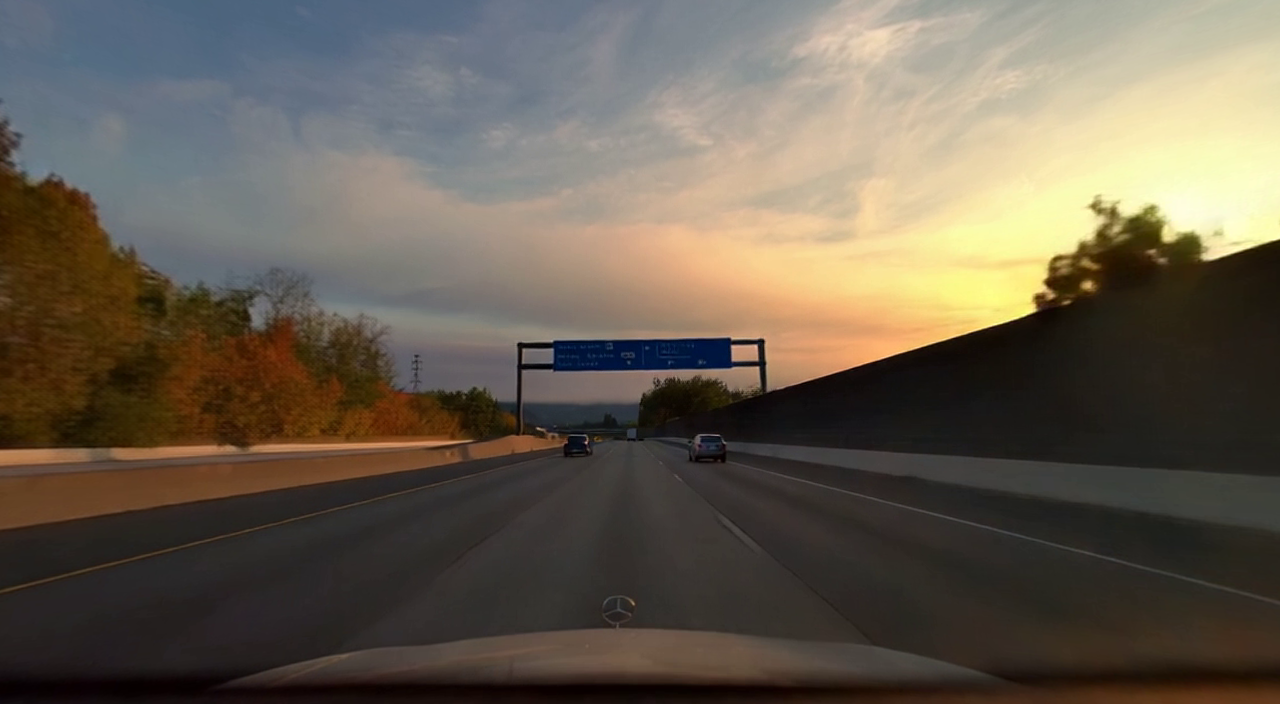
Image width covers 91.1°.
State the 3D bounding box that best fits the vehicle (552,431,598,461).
[{"bbox_3d":[-3.755,5.508,37.111,2.219,1.660,4.153,0,-8,0],"label":"vehicle"}]

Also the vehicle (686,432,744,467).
[{"bbox_3d":[3.438,4.570,29.725,2.077,1.523,4.539,0,-8,-2],"label":"vehicle"}]
